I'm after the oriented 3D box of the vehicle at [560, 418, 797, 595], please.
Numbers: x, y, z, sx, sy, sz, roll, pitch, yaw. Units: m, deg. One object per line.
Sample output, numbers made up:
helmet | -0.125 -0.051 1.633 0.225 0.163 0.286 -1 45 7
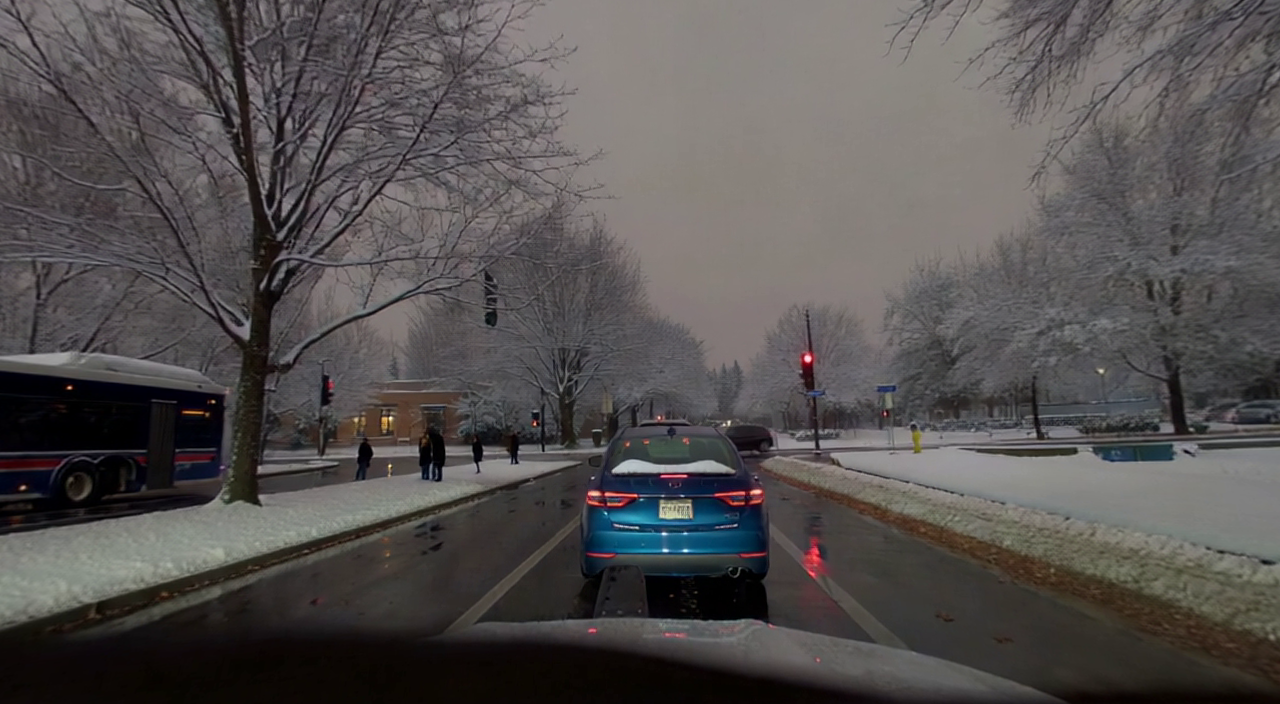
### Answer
vehicle | 0.368 1.616 7.403 2.035 1.499 3.799 0 -8 1
